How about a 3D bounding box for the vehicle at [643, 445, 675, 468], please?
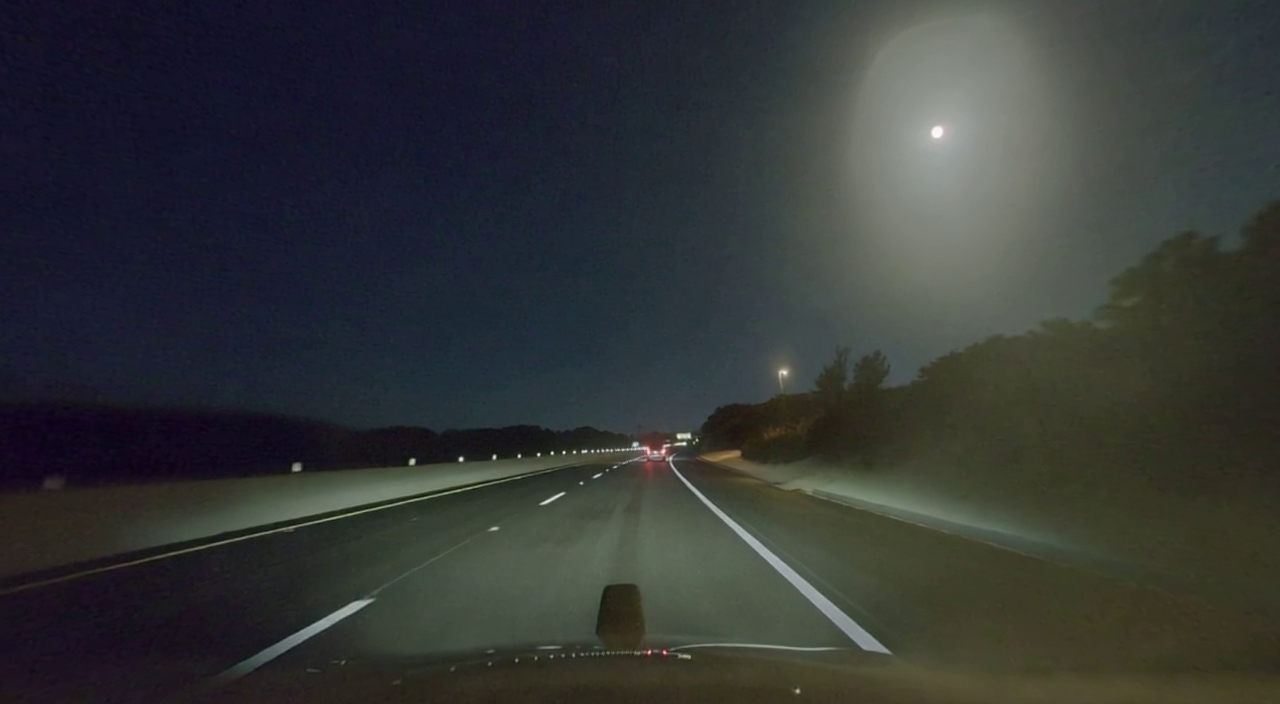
[{"bbox_3d":[1.405,7.781,46.988,2.221,1.603,4.149,-1,-9,2],"label":"vehicle"}]
